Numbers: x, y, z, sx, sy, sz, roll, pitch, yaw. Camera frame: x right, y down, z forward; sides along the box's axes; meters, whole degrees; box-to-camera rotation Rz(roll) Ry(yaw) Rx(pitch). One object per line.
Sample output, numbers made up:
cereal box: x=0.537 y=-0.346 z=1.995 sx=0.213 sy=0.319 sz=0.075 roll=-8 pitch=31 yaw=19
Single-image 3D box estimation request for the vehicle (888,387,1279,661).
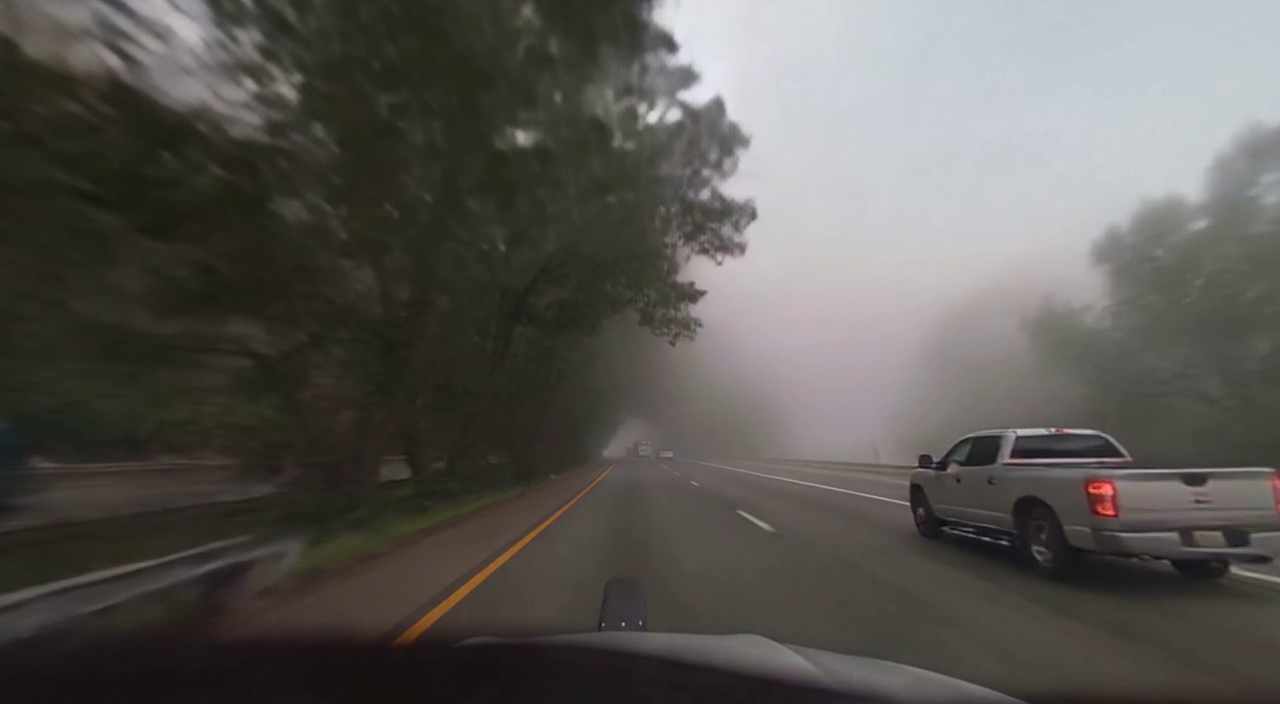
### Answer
vehicle: x=4.292 y=1.381 z=6.123 sx=1.933 sy=1.663 sz=4.440 roll=0 pitch=-9 yaw=0
